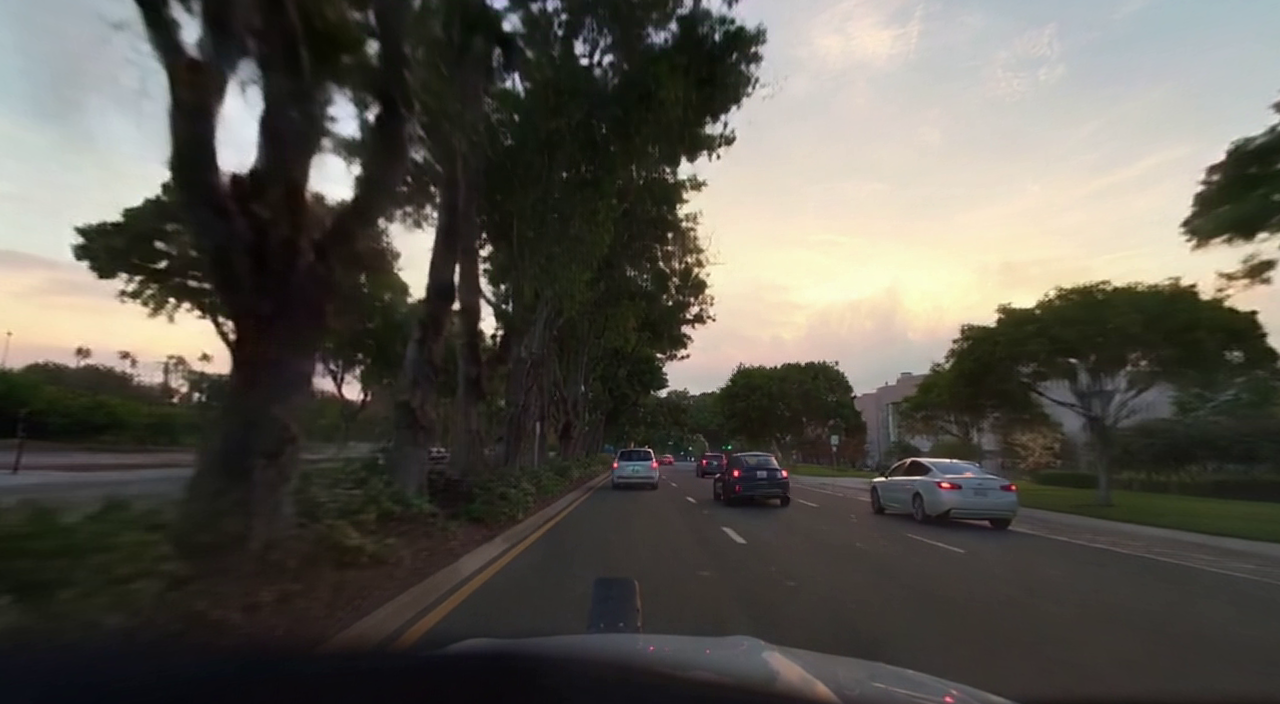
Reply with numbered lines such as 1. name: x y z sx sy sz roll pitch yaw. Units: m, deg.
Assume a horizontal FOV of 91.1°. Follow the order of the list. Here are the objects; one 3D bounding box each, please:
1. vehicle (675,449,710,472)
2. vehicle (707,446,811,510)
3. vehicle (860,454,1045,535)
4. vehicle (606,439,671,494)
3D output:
1. vehicle: 3.603 7.554 43.818 2.012 1.462 4.163 0 -8 -1
2. vehicle: 3.086 3.343 17.235 1.932 1.510 4.168 0 -8 -1
3. vehicle: 6.734 3.069 14.170 1.944 1.458 4.268 0 -8 0
4. vehicle: -0.062 3.841 21.458 2.008 1.674 4.239 0 -8 0
